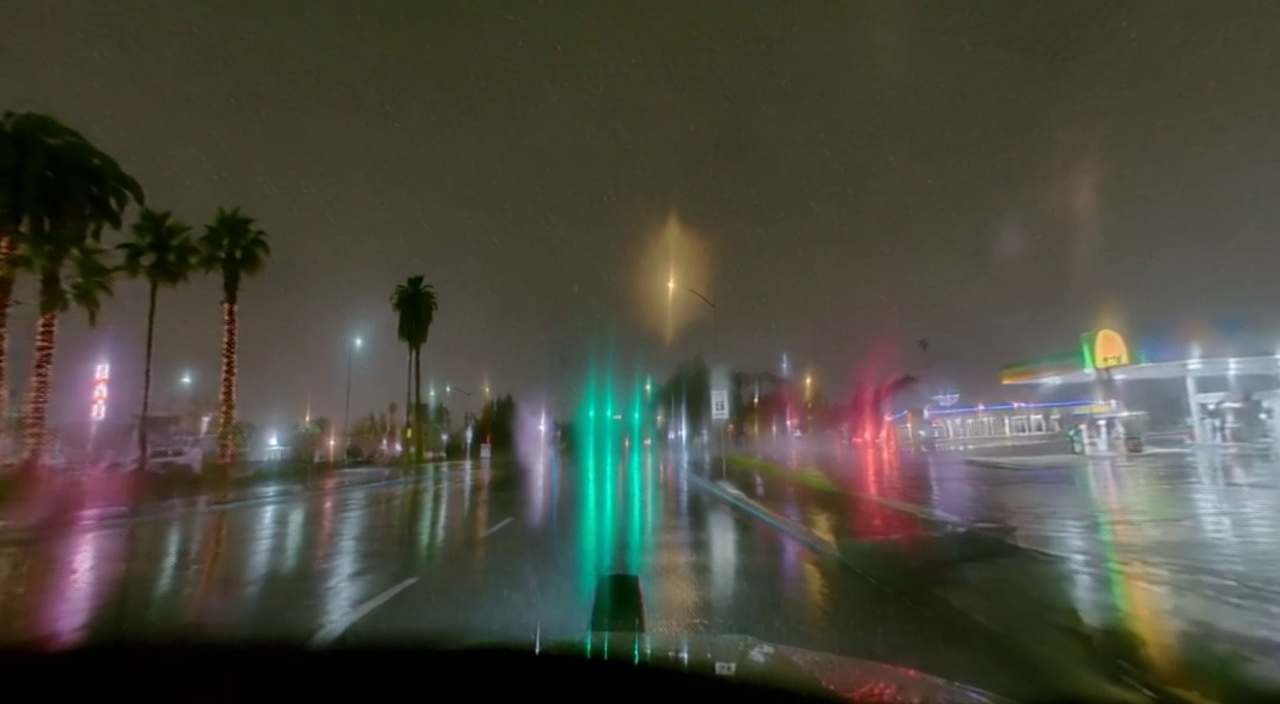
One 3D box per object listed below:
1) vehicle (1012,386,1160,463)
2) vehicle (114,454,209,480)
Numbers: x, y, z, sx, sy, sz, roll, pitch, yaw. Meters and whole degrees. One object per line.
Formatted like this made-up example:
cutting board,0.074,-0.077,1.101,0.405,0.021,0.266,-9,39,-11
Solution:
vehicle,15.939,2.662,22.402,5.529,2.395,2.399,6,-10,-35
vehicle,-29.096,6.963,38.366,4.420,1.445,1.954,7,-11,-37
